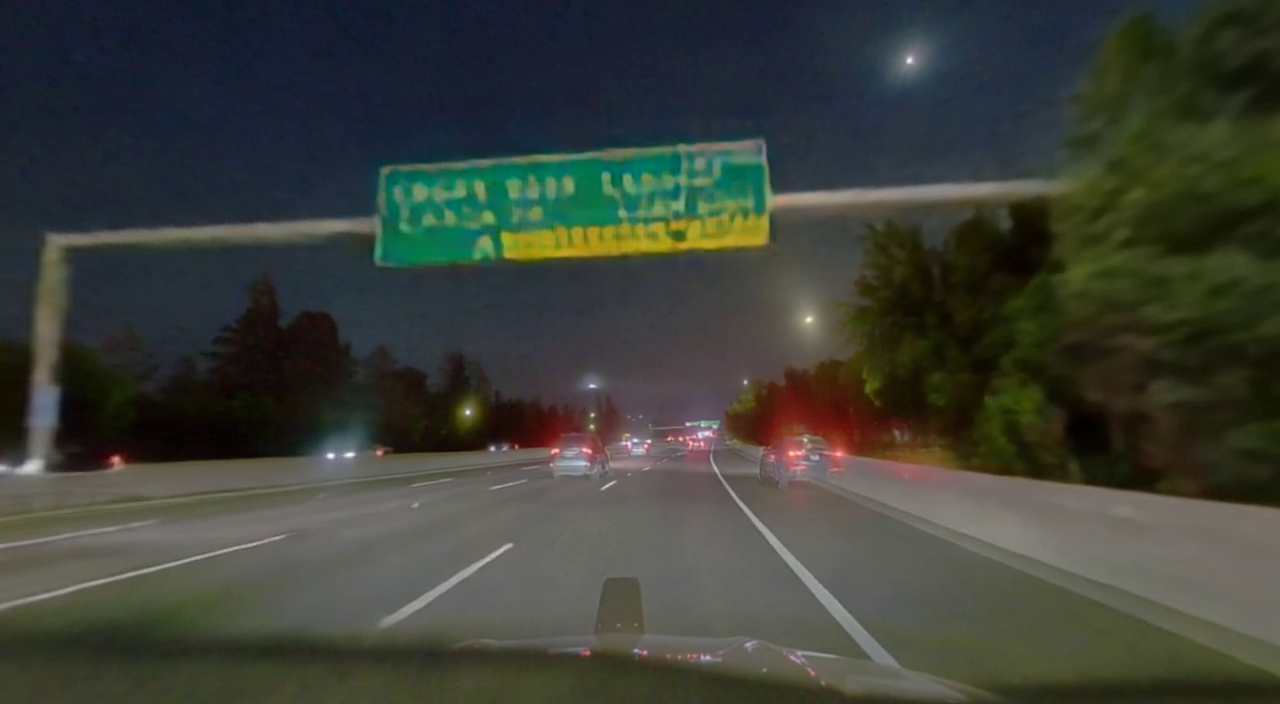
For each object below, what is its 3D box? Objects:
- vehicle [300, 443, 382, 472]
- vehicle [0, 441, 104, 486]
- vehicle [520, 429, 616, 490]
[{"bbox_3d":[-16.173,5.718,34.465,1.985,1.475,4.483,-1,-8,5],"label":"vehicle"},{"bbox_3d":[-23.930,4.326,24.822,1.852,1.614,4.189,-1,-8,5],"label":"vehicle"},{"bbox_3d":[-2.056,3.274,19.615,2.082,1.638,4.644,-1,-8,5],"label":"vehicle"}]
